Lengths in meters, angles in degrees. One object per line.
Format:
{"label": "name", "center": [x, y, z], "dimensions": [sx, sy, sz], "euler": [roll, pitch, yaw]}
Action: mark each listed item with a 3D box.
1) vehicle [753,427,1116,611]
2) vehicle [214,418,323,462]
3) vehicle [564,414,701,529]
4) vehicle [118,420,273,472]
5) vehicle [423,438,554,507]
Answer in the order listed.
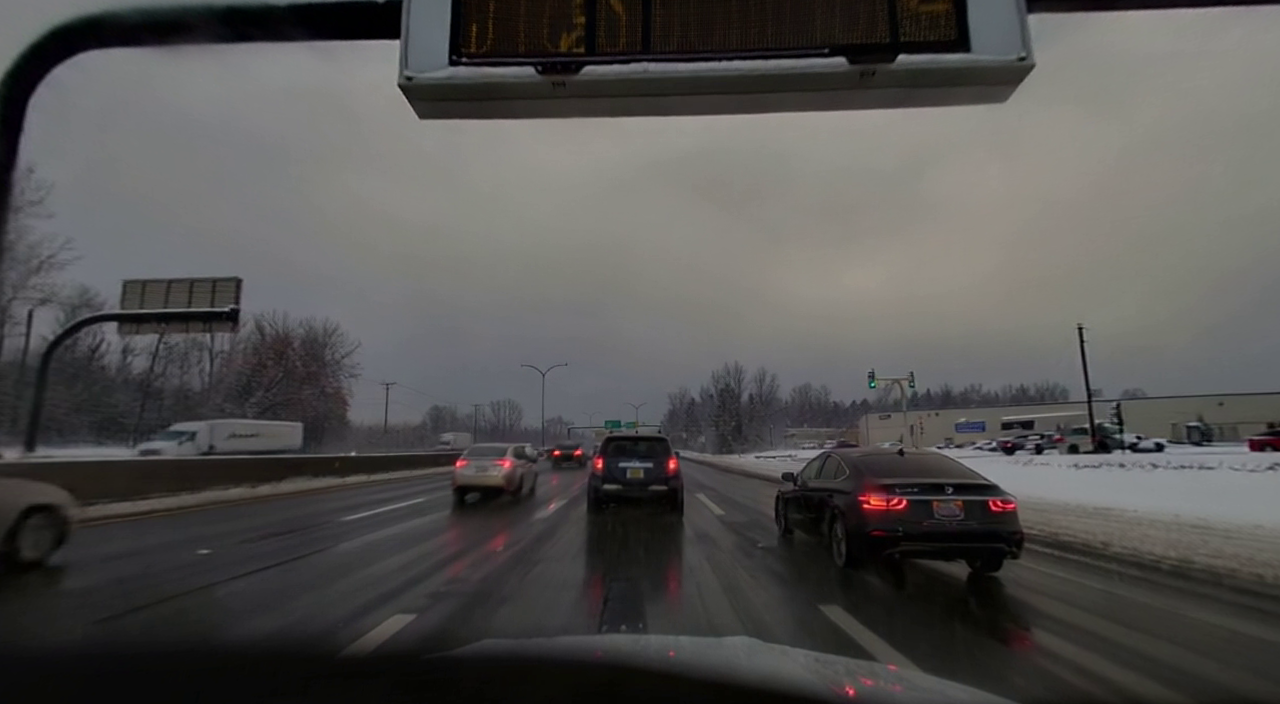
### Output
{"label": "vehicle", "center": [2.804, 1.696, 7.422], "dimensions": [2.018, 1.470, 4.491], "euler": [0, -9, -1]}
{"label": "vehicle", "center": [-28.325, 6.851, 48.744], "dimensions": [2.826, 2.992, 9.022], "euler": [0, -9, 1]}
{"label": "vehicle", "center": [-0.121, 2.180, 11.949], "dimensions": [2.152, 1.779, 3.924], "euler": [0, -9, 0]}
{"label": "vehicle", "center": [-28.253, 6.084, 40.928], "dimensions": [2.942, 2.947, 9.596], "euler": [0, -9, 1]}
{"label": "vehicle", "center": [-3.570, 2.944, 15.865], "dimensions": [2.132, 1.464, 4.481], "euler": [0, -9, 1]}
